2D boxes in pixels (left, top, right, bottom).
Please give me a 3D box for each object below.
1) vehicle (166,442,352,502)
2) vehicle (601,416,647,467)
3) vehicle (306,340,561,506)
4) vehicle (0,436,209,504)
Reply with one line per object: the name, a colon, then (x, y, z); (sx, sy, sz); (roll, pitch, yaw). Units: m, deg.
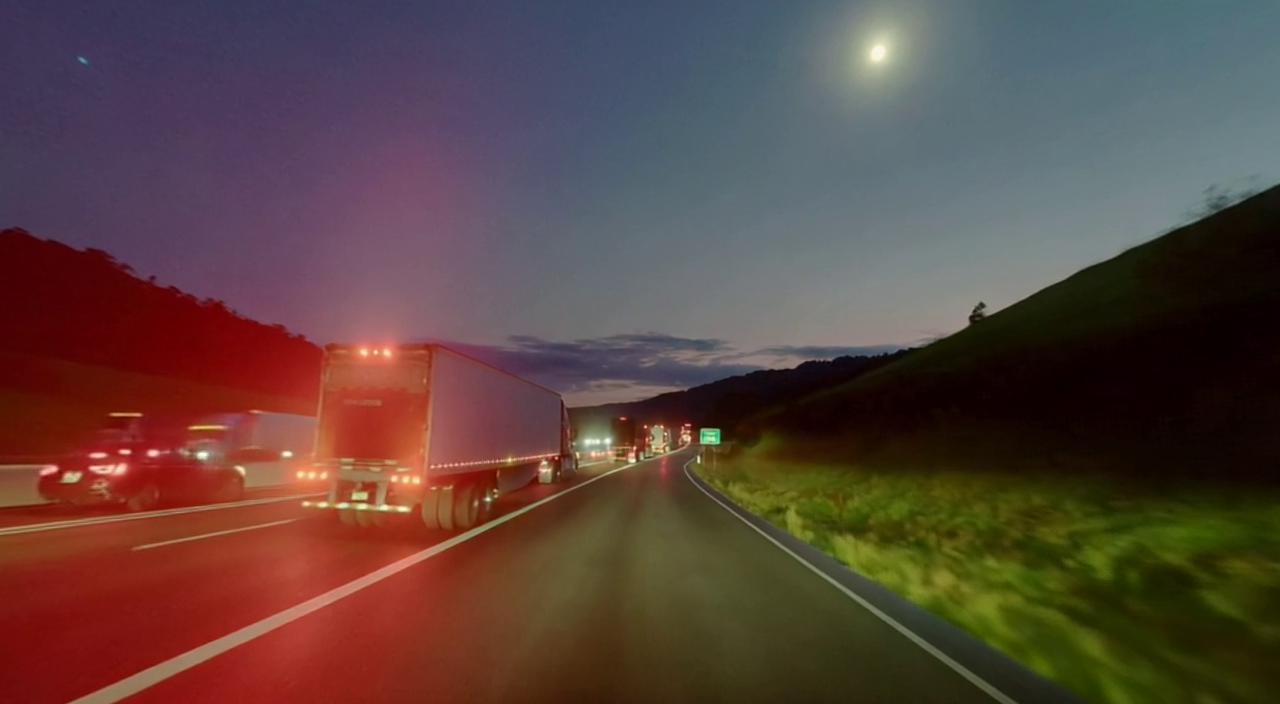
vehicle: (-10.814, 3.421, 18.433); (1.925, 1.493, 4.864); (-1, -9, 8)
vehicle: (-1.039, 6.835, 47.548); (2.968, 3.439, 10.174); (0, -9, 1)
vehicle: (-5.998, 2.824, 22.701); (2.848, 4.067, 14.314); (-1, -9, 7)
vehicle: (-14.873, 3.265, 17.822); (1.943, 1.662, 4.283); (-1, -9, 7)
